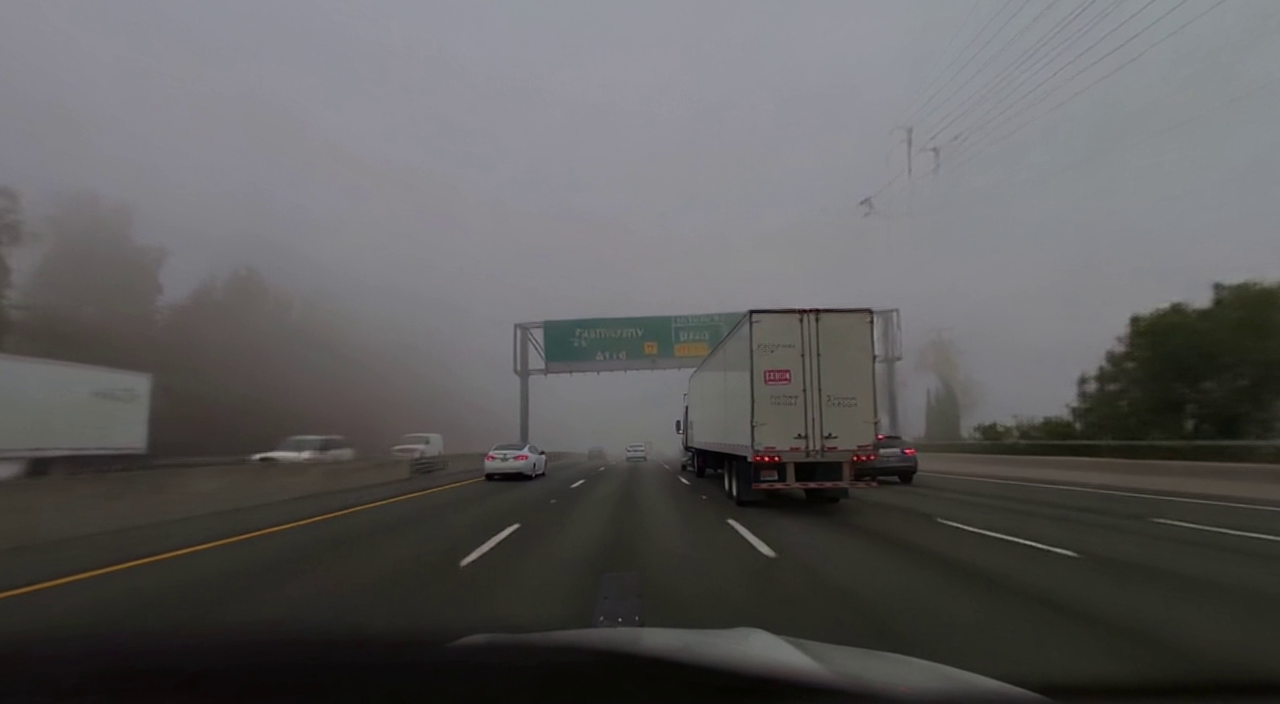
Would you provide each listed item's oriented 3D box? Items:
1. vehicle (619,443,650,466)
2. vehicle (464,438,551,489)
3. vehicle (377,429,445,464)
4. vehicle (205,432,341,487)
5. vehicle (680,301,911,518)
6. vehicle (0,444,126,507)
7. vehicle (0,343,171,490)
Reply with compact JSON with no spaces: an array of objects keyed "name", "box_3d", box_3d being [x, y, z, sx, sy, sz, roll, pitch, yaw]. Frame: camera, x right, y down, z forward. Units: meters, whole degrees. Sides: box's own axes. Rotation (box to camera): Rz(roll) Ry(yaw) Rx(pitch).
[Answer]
[{"name":"vehicle","box_3d":[-0.325,7.012,43.322,2.047,1.485,3.938,0,-8,1]},{"name":"vehicle","box_3d":[-4.235,3.629,20.784,1.968,1.507,3.829,0,-8,1]},{"name":"vehicle","box_3d":[-14.945,6.217,41.543,2.307,2.151,5.598,0,-8,1]},{"name":"vehicle","box_3d":[-11.325,3.333,19.770,1.890,1.546,3.774,0,-8,1]},{"name":"vehicle","box_3d":[3.411,2.195,19.997,2.907,4.109,16.177,0,-8,-1]},{"name":"vehicle","box_3d":[-14.893,2.961,15.426,1.596,1.364,3.442,0,-8,2]},{"name":"vehicle","box_3d":[-18.590,1.414,14.665,2.807,3.908,16.399,0,-8,0]}]
